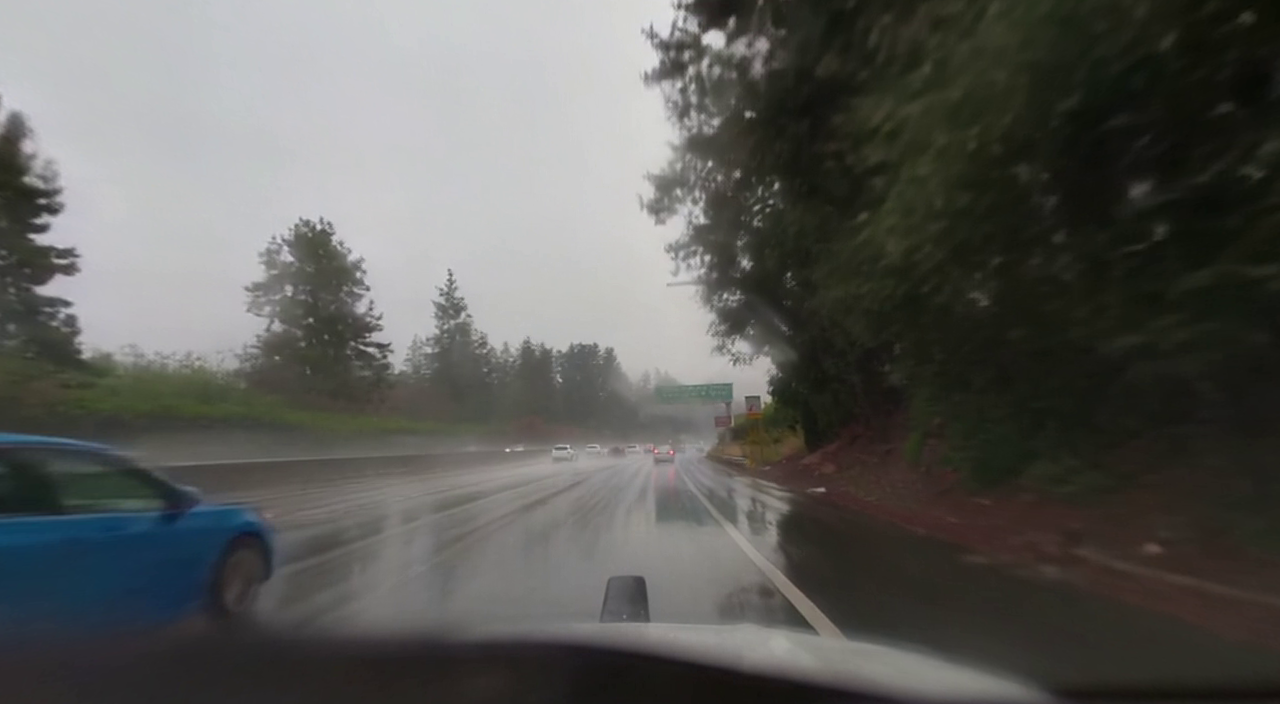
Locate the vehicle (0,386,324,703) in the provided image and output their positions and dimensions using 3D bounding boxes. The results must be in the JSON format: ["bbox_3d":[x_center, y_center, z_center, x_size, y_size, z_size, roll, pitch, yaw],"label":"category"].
[{"bbox_3d":[-3.466,0.927,2.565,2.024,1.531,4.431,0,-8,0],"label":"vehicle"}]

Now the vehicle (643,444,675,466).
[{"bbox_3d":[1.375,7.195,44.305,2.113,1.464,4.073,0,-8,3],"label":"vehicle"}]
